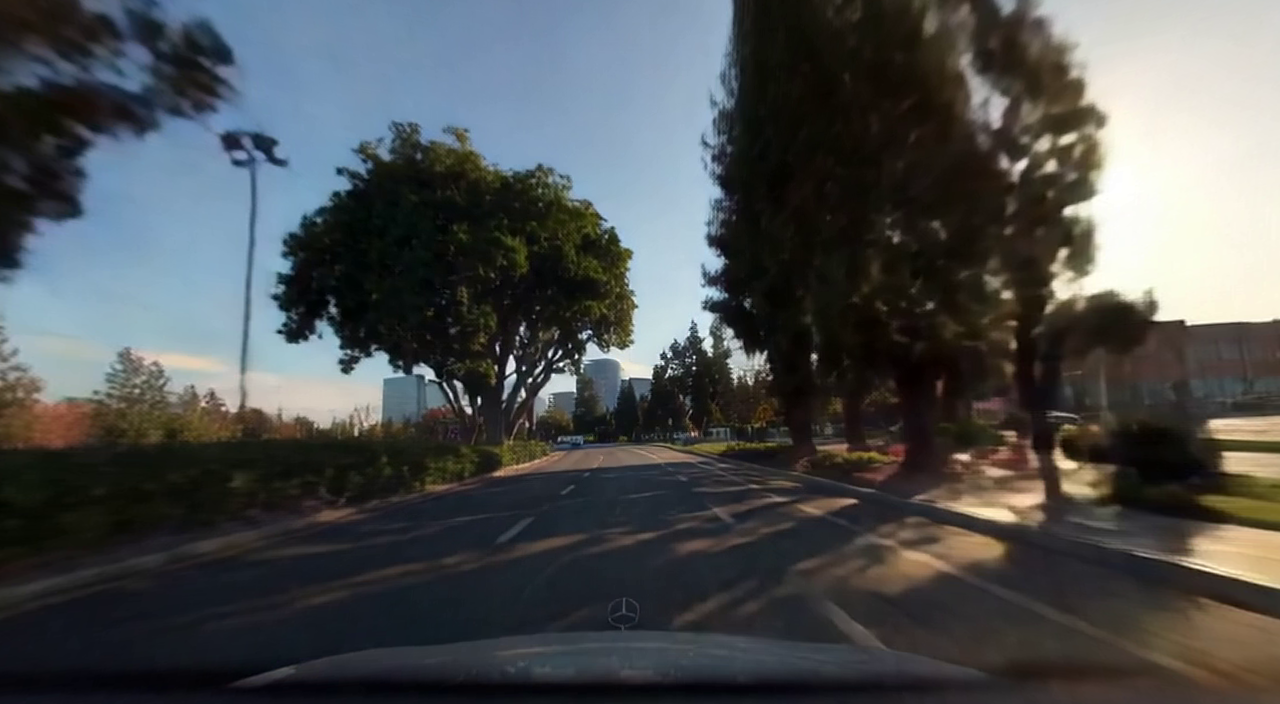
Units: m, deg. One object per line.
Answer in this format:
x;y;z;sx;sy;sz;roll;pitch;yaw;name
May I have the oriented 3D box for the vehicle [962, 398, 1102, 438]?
29.126;4.944;47.166;8.483;2.834;2.843;0;-8;-1;vehicle
